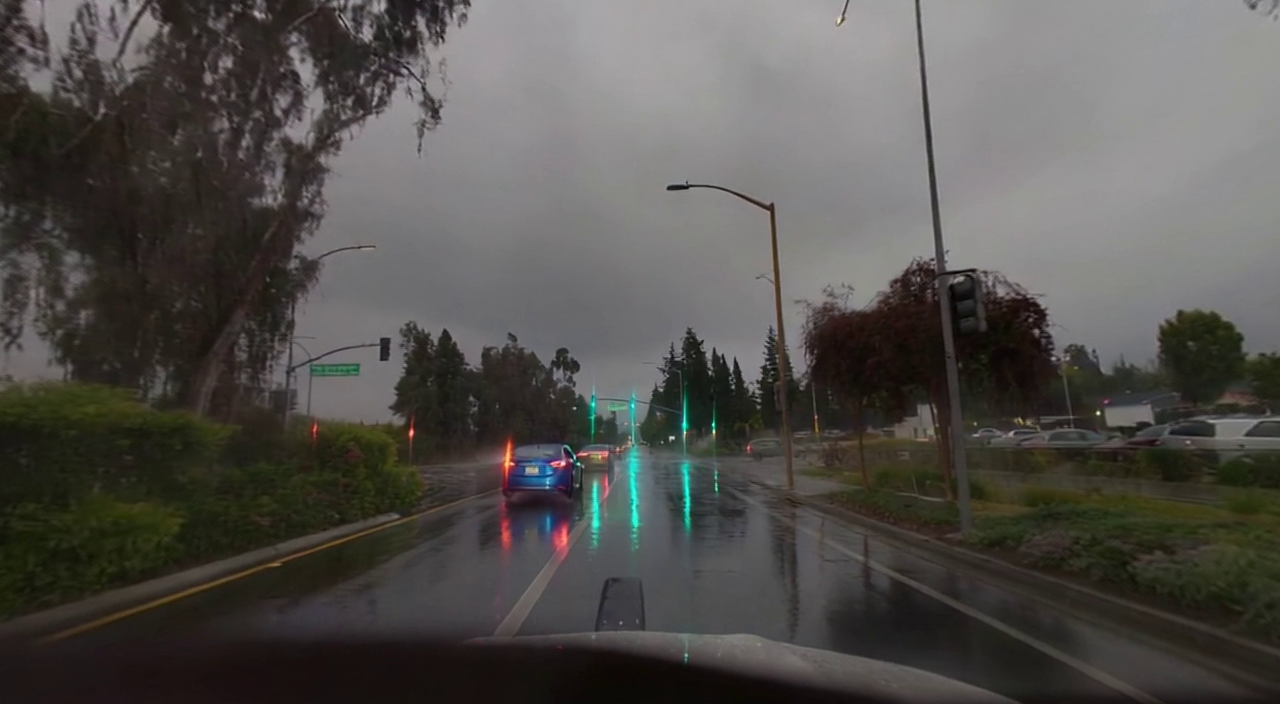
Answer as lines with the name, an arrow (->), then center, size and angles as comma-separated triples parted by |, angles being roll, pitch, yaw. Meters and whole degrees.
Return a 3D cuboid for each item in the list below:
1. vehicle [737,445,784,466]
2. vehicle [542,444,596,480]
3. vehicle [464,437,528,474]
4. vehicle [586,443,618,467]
vehicle -> 8.533, 7.239, 44.377 | 1.945, 1.410, 4.284 | -5, -10, 28
vehicle -> -3.129, 4.974, 28.762 | 1.979, 1.492, 3.930 | 0, -9, 0
vehicle -> -8.746, 6.177, 38.033 | 2.390, 2.020, 5.085 | 4, -10, -28
vehicle -> -2.771, 7.540, 46.453 | 2.055, 1.679, 4.155 | 0, -9, 1
